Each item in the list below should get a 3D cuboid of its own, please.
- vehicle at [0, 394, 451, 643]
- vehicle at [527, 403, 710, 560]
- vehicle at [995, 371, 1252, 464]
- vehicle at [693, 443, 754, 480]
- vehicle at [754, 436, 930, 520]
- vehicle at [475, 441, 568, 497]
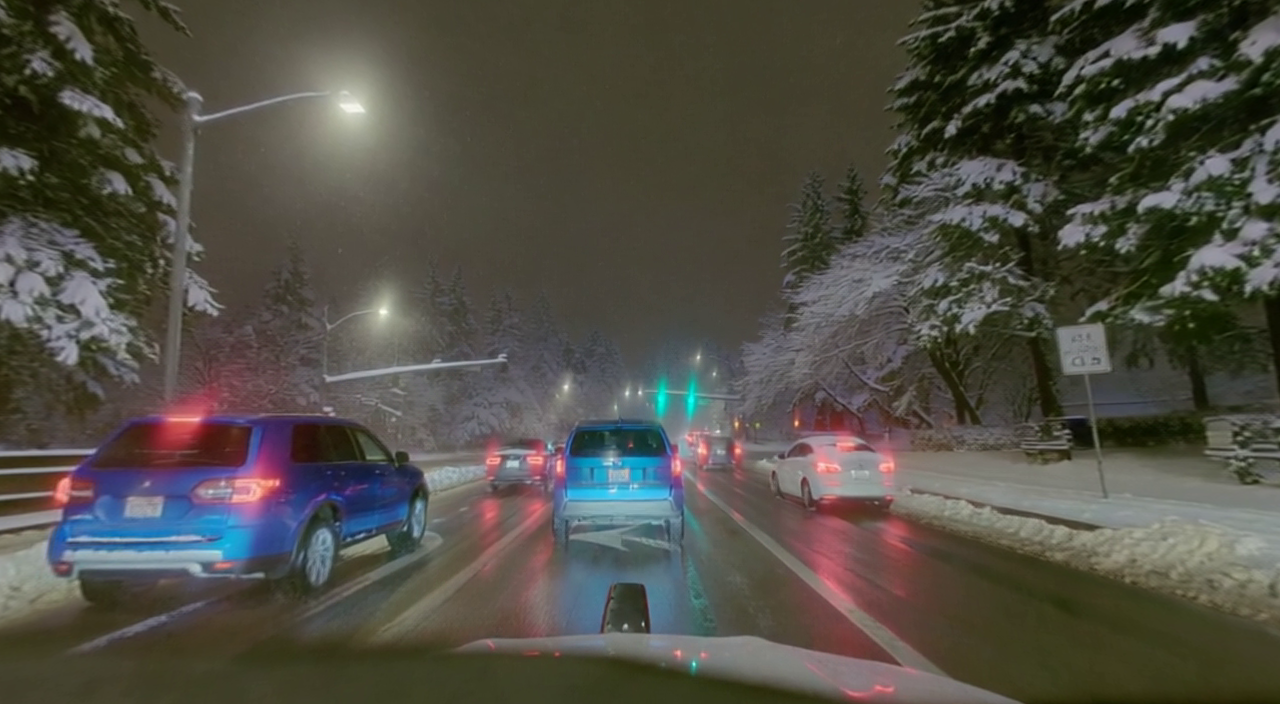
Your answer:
[{"bbox_3d":[-3.696,1.470,6.580,2.039,1.709,4.265,0,-8,1],"label":"vehicle"},{"bbox_3d":[-0.243,1.841,9.674,2.132,1.816,4.471,0,-8,0],"label":"vehicle"},{"bbox_3d":[17.869,2.497,23.669,7.314,3.230,2.680,0,-8,-1],"label":"vehicle"},{"bbox_3d":[3.446,4.612,26.879,1.996,1.443,4.270,0,-8,-1],"label":"vehicle"},{"bbox_3d":[4.098,2.632,13.803,2.036,1.480,4.659,0,-8,-4],"label":"vehicle"},{"bbox_3d":[-3.382,3.417,18.842,1.897,1.479,4.204,0,-8,1],"label":"vehicle"}]
